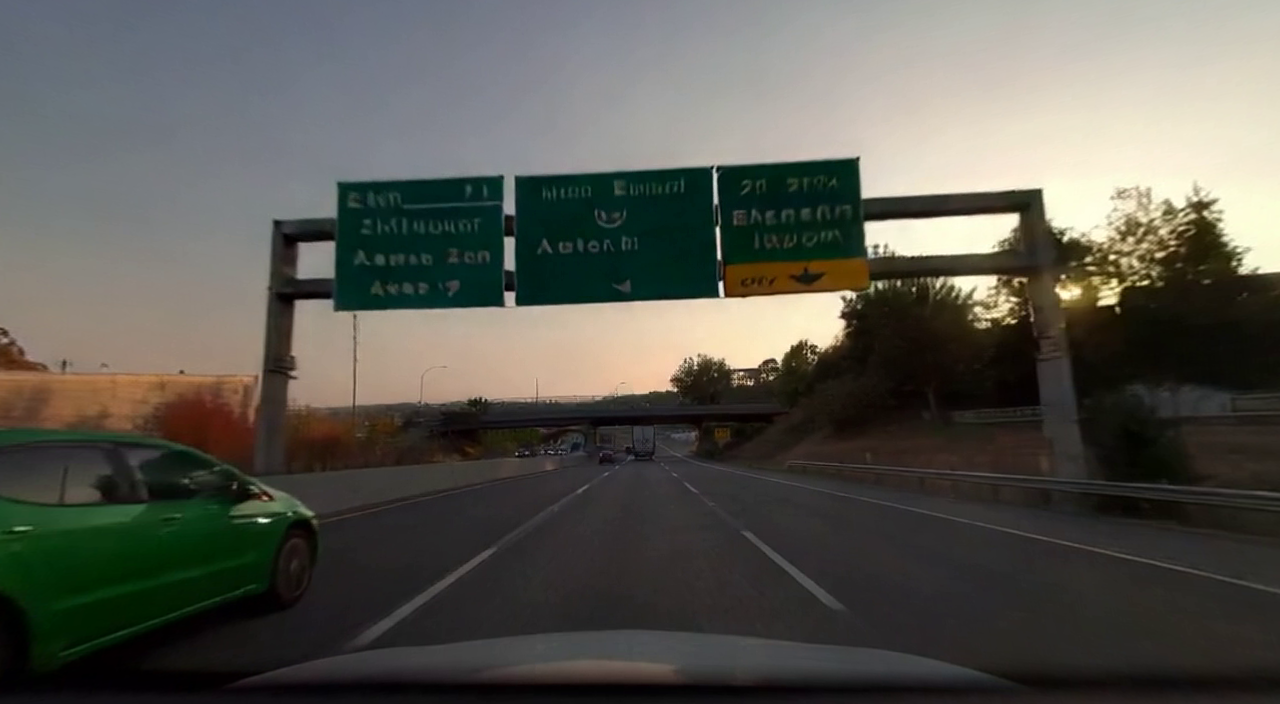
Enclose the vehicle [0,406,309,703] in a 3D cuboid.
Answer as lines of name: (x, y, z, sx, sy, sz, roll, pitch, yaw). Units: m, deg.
vehicle: (-3.743, 1.062, 3.134, 1.843, 1.517, 4.200, 0, -9, 1)
